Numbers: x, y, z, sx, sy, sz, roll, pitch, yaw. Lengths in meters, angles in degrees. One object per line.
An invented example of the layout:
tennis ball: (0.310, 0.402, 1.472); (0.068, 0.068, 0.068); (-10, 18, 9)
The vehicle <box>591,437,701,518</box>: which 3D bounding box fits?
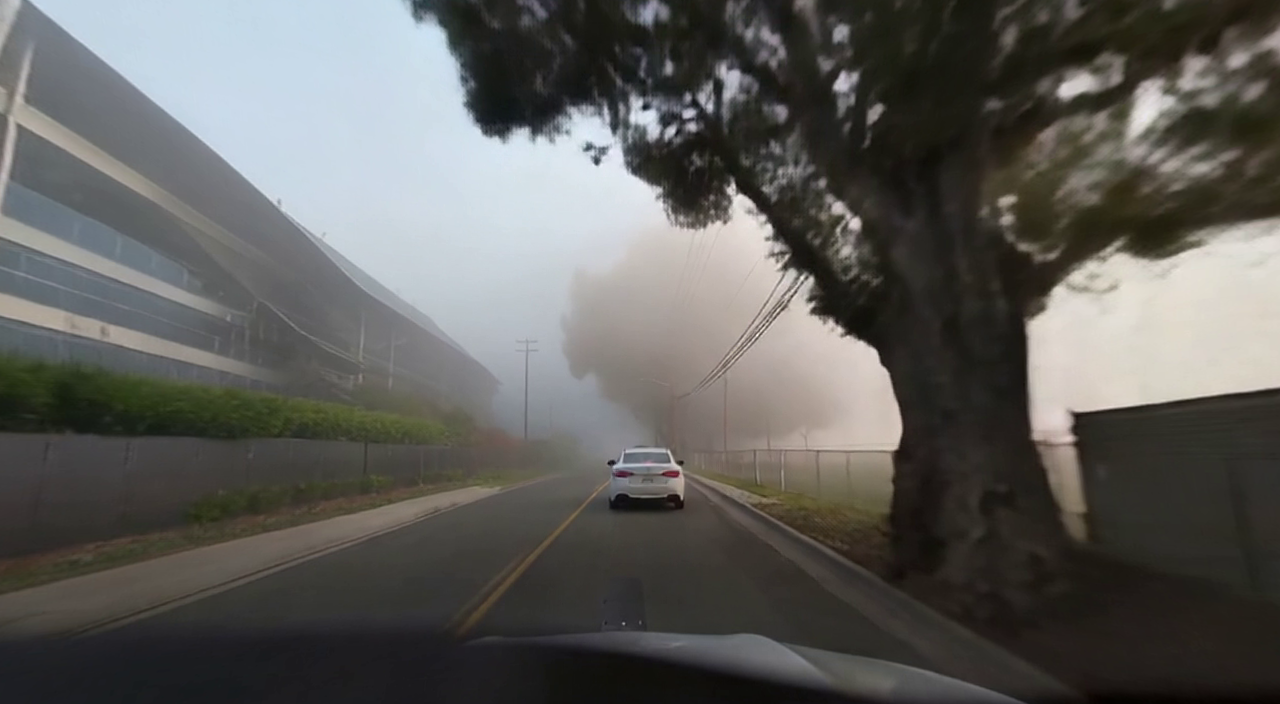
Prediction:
vehicle: (0.094, 2.650, 13.900); (2.060, 1.487, 3.920); (0, -8, -1)
